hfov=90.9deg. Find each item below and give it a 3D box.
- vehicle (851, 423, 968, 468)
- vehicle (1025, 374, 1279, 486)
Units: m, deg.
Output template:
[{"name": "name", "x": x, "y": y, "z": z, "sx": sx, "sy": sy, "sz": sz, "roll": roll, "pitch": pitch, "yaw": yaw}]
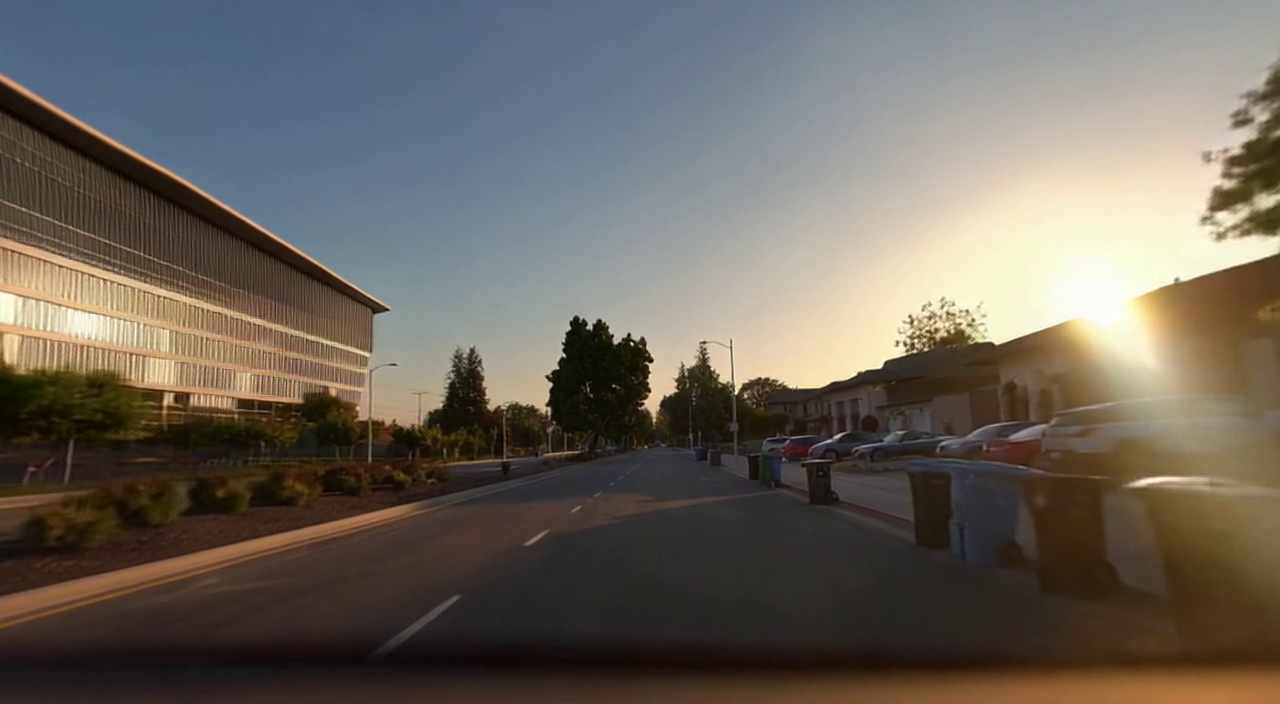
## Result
[{"name": "vehicle", "x": 12.638, "y": 4.422, "z": 29.774, "sx": 4.478, "sy": 1.578, "sz": 1.944, "roll": -6, "pitch": -9, "yaw": 2}, {"name": "vehicle", "x": 12.364, "y": 1.785, "z": 14.644, "sx": 5.136, "sy": 1.945, "sz": 2.153, "roll": -7, "pitch": -9, "yaw": 3}]
